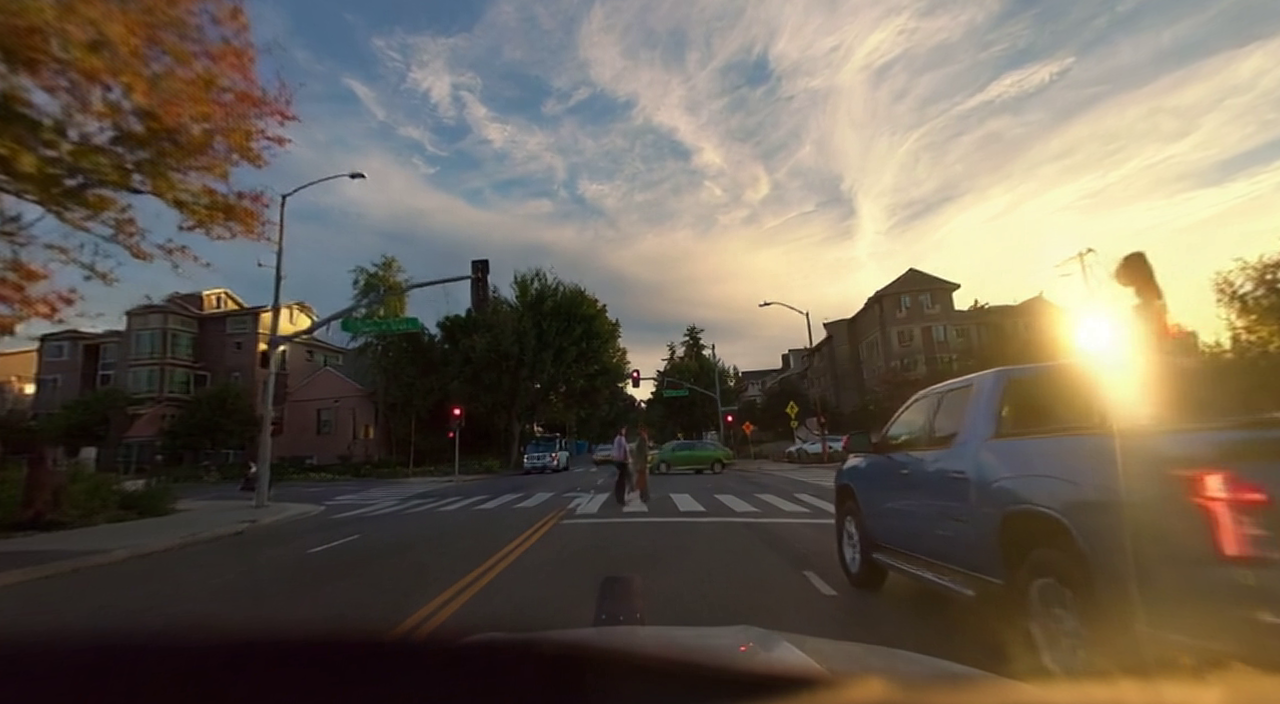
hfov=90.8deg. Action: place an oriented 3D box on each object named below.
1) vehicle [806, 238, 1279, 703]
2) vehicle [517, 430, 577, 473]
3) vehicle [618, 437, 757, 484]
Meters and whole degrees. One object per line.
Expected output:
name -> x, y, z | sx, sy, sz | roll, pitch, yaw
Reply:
vehicle -> 3.069, 1.045, 4.564 | 2.177, 2.015, 5.463 | 0, -9, -1
vehicle -> -5.970, 6.571, 41.722 | 2.896, 2.560, 7.322 | 0, -9, 0
vehicle -> 1.755, 4.031, 23.800 | 4.771, 1.630, 1.979 | 3, -9, -18
